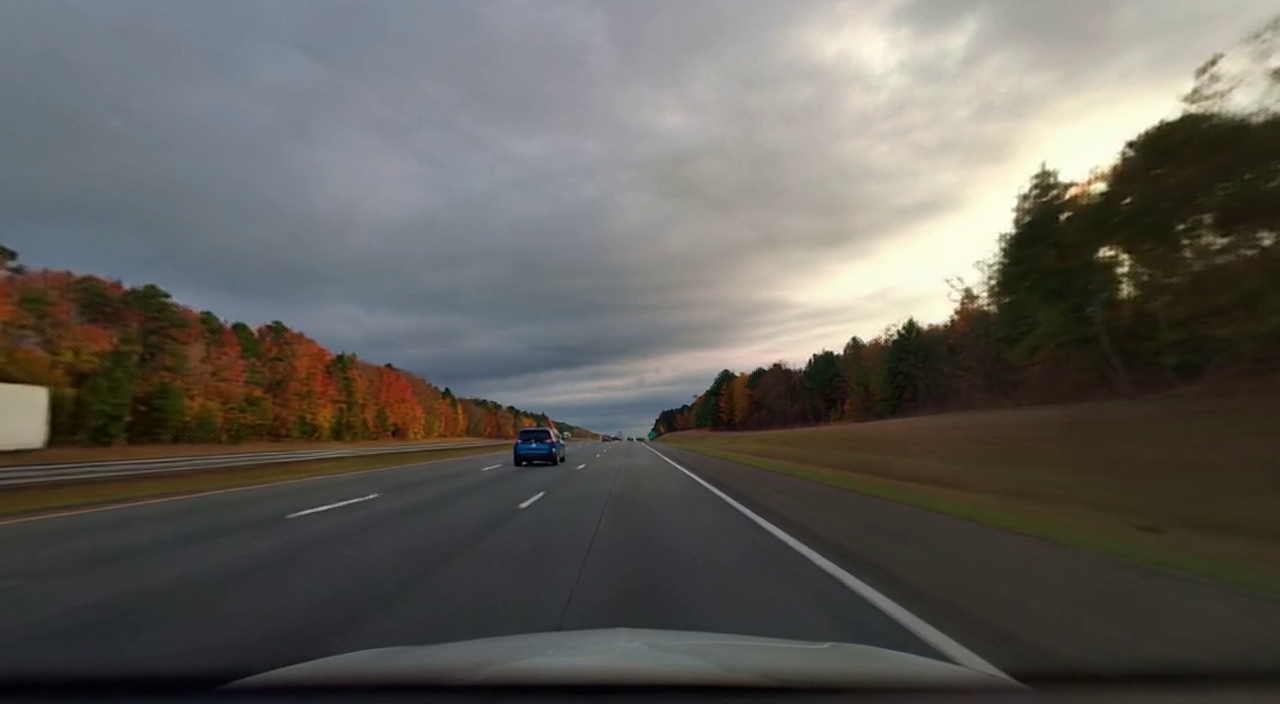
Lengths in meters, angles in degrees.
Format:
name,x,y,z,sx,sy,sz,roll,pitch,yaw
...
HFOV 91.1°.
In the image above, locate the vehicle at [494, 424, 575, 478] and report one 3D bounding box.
name,x,y,z,sx,sy,sz,roll,pitch,yaw
vehicle,-3.506,3.379,21.786,2.057,1.666,4.552,0,-8,-1
